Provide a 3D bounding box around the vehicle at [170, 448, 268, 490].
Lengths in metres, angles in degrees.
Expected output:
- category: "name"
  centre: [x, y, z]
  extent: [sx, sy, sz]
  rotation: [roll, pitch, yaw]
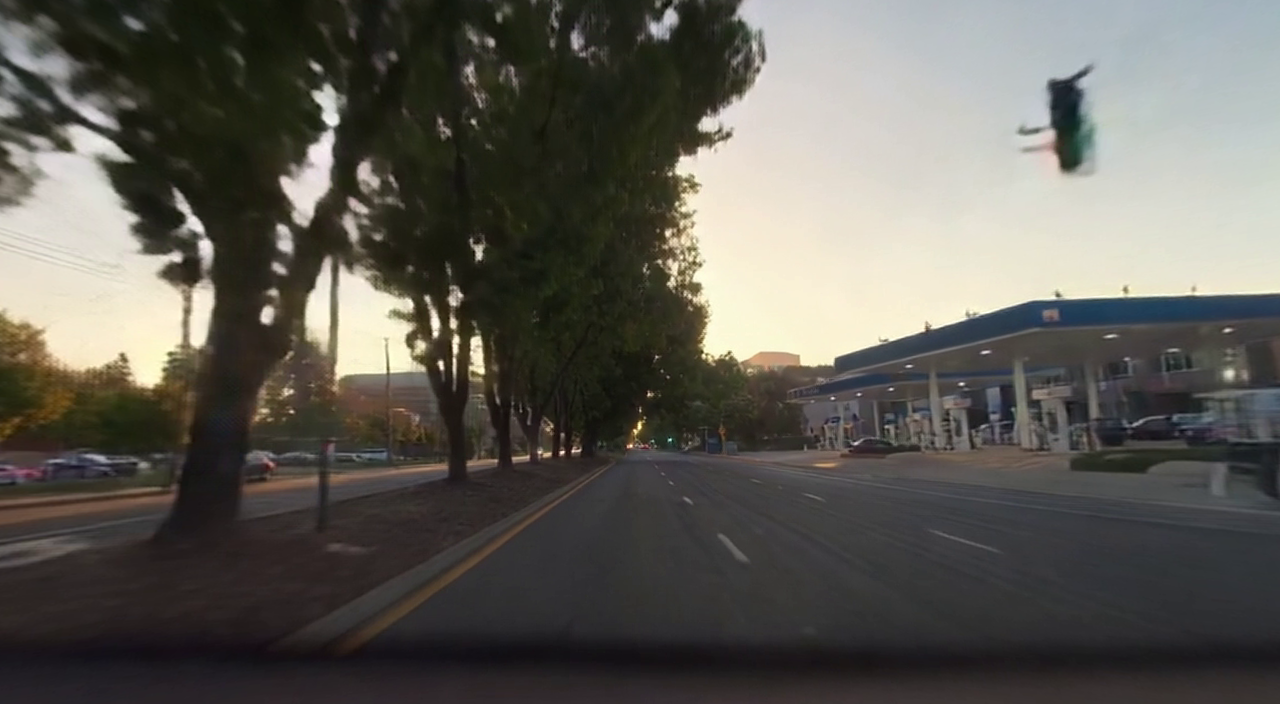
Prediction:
- category: "vehicle"
  centre: [-22.243, 6.150, 33.648]
  extent: [2.076, 1.927, 4.749]
  rotation: [-2, -8, -2]
